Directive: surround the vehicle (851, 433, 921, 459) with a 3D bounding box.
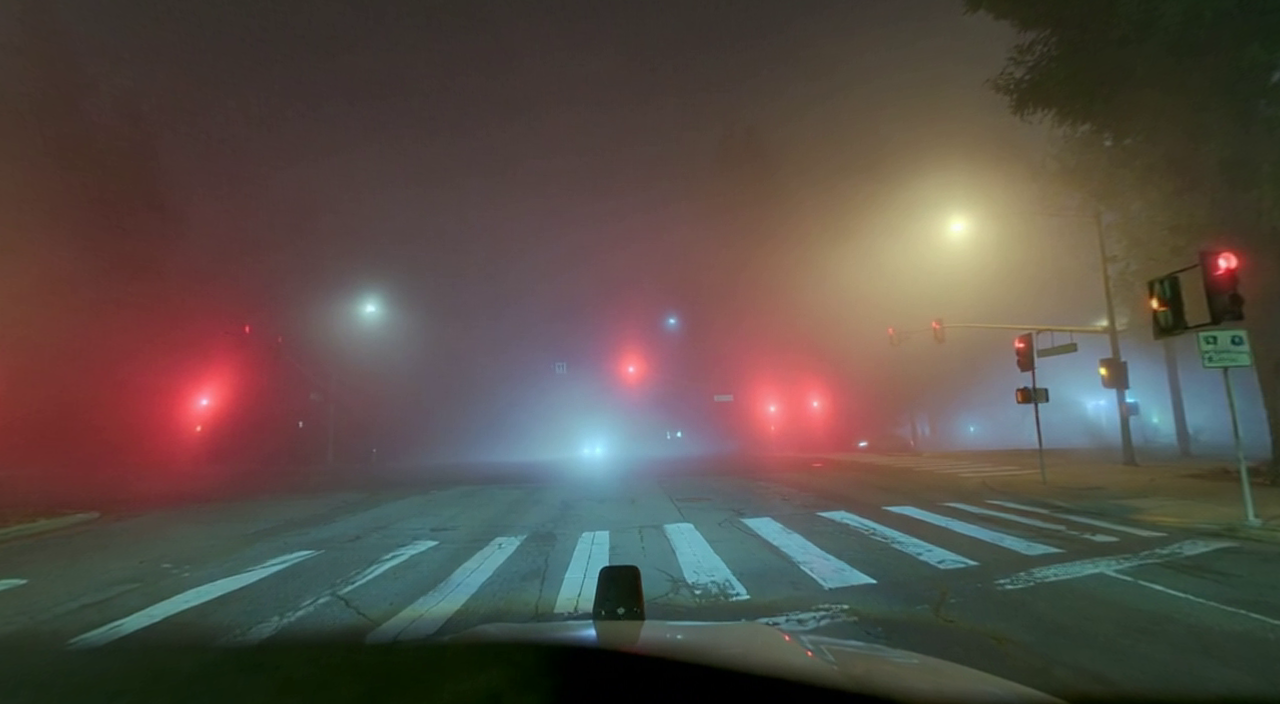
[{"bbox_3d":[17.621,6.738,45.235,4.600,1.783,1.970,4,-10,-26],"label":"vehicle"}]
